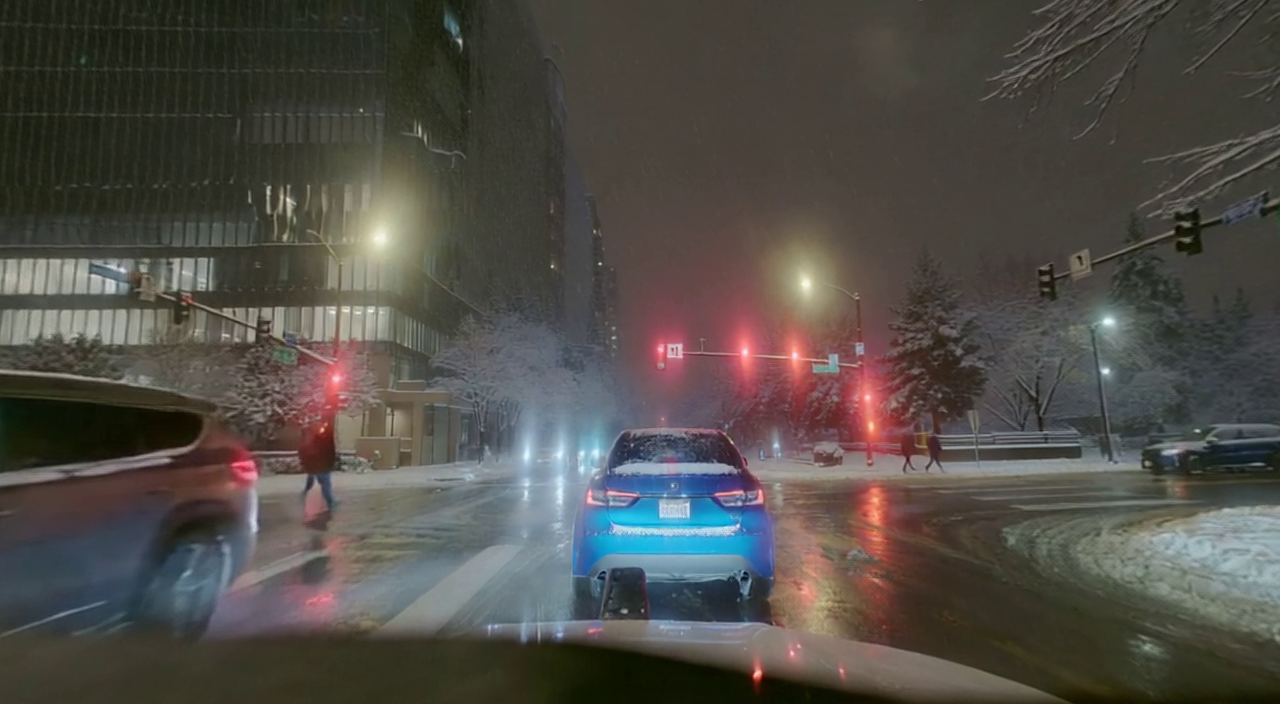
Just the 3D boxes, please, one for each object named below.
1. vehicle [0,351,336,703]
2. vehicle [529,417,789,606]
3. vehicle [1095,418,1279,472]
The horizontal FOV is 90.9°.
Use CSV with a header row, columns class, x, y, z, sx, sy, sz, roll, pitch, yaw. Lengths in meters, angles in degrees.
class,x,y,z,sx,sy,sz,roll,pitch,yaw
vehicle,-4.448,1.054,3.816,2.317,1.924,5.518,0,-8,2
vehicle,-0.138,1.644,7.482,1.893,1.532,4.145,2,-9,-15
vehicle,19.145,3.261,22.213,4.675,1.772,1.945,0,-8,-1
